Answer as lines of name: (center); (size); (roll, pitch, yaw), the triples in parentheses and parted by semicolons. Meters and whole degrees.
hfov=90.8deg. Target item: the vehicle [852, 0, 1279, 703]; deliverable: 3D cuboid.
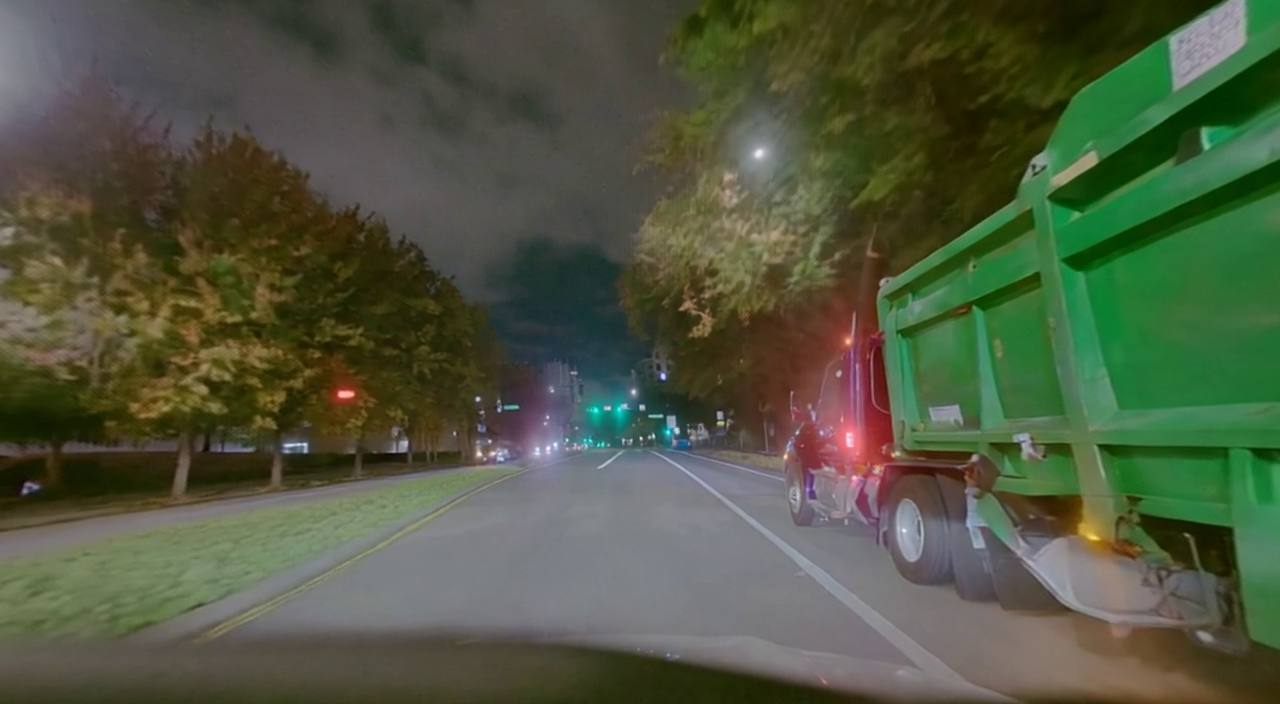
vehicle: (3.828, -0.102, 1.828); (2.731, 3.407, 10.262); (0, -9, -1)

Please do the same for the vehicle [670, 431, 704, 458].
vehicle: (3.520, 7.023, 47.978); (2.099, 1.936, 4.575); (0, -9, -1)

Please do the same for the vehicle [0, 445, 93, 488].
vehicle: (-28.023, 5.200, 28.547); (1.978, 1.781, 4.917); (-3, -11, 3)
